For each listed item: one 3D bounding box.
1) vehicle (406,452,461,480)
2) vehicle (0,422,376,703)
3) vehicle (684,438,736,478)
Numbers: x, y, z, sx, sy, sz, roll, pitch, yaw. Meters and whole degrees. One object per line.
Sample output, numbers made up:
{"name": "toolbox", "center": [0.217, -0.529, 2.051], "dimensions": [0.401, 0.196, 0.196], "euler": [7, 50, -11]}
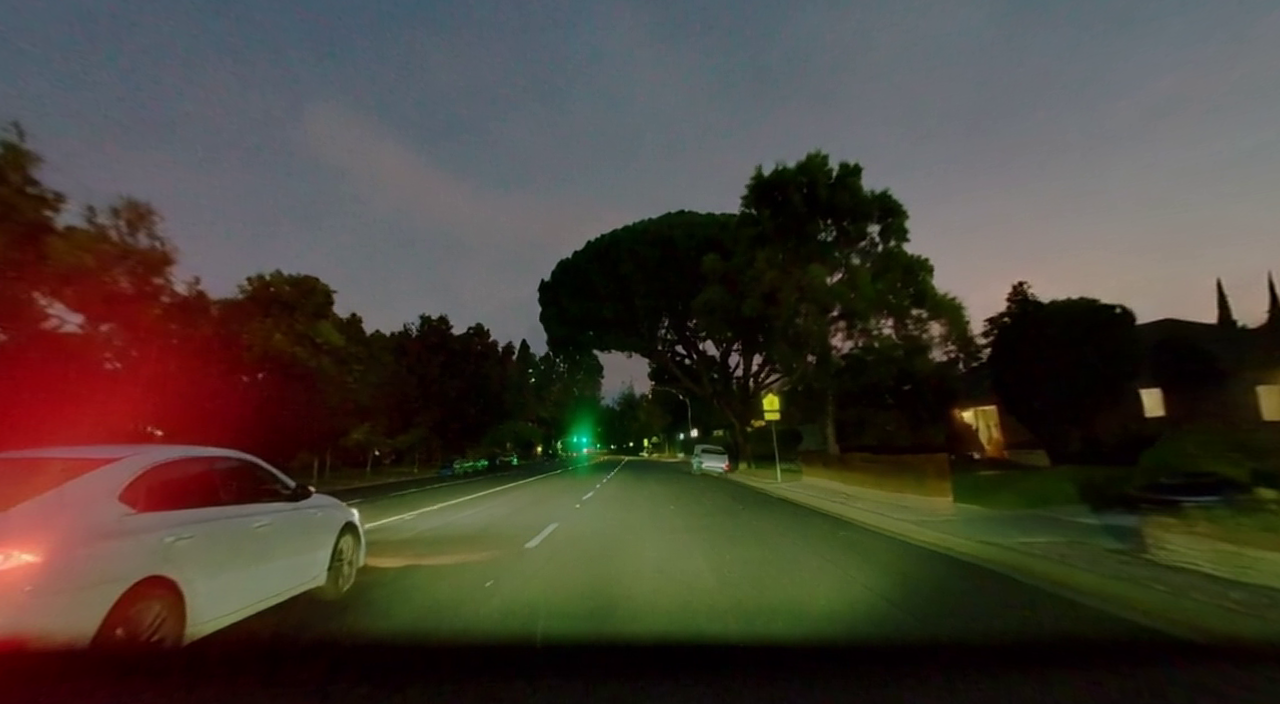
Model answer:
{"name": "vehicle", "center": [-13.843, 7.634, 42.657], "dimensions": [2.042, 1.670, 4.702], "euler": [-1, -8, 1]}
{"name": "vehicle", "center": [-3.440, 1.170, 3.506], "dimensions": [1.969, 1.459, 4.619], "euler": [0, -8, 0]}
{"name": "vehicle", "center": [3.575, 5.511, 33.155], "dimensions": [2.130, 1.873, 4.886], "euler": [0, -8, 0]}
